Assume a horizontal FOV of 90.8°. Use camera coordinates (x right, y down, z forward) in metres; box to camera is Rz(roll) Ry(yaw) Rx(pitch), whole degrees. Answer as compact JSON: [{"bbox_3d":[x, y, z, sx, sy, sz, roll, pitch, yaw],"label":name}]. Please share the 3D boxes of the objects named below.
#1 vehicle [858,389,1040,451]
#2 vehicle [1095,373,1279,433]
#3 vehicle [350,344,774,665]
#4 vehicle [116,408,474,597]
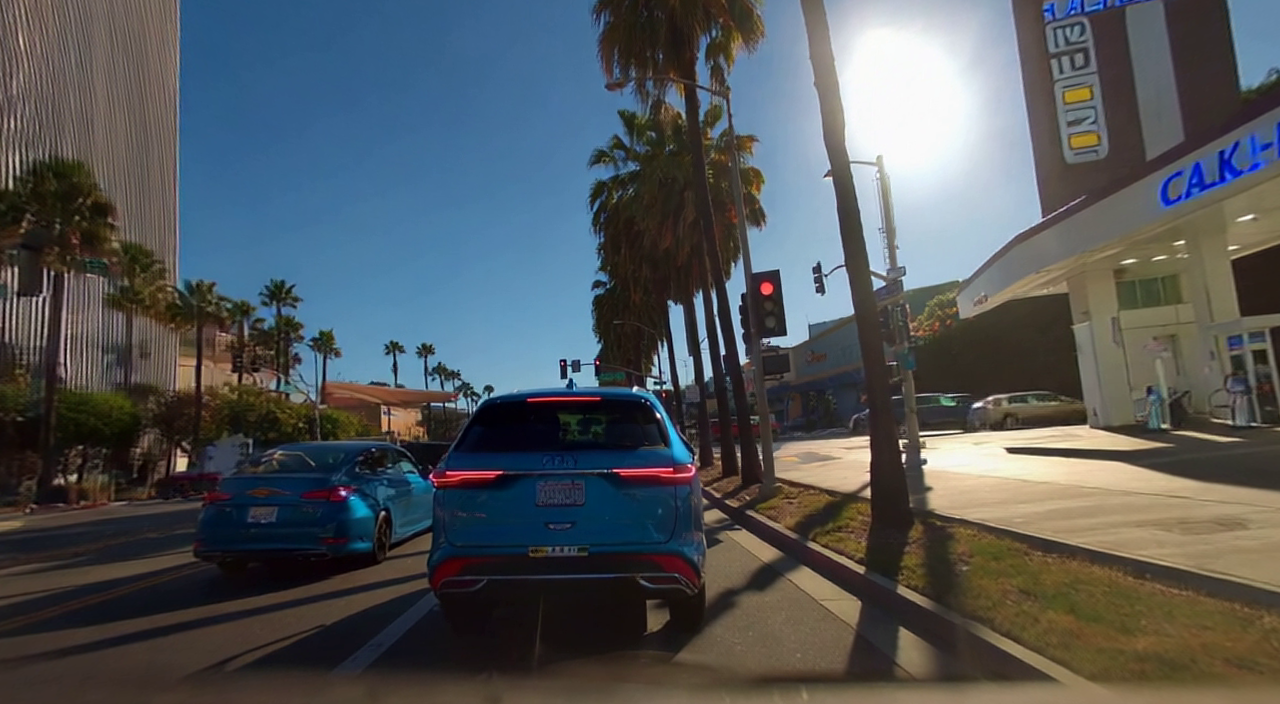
[{"bbox_3d":[10.791,2.443,22.354,5.307,2.076,2.122,0,-8,-4],"label":"vehicle"},{"bbox_3d":[19.713,1.867,22.672,5.033,1.999,2.259,0,-8,-3],"label":"vehicle"},{"bbox_3d":[-0.543,1.250,6.293,2.519,1.913,4.819,0,-8,-2],"label":"vehicle"},{"bbox_3d":[-3.807,1.739,8.356,2.097,1.692,5.030,0,-8,-3],"label":"vehicle"}]
